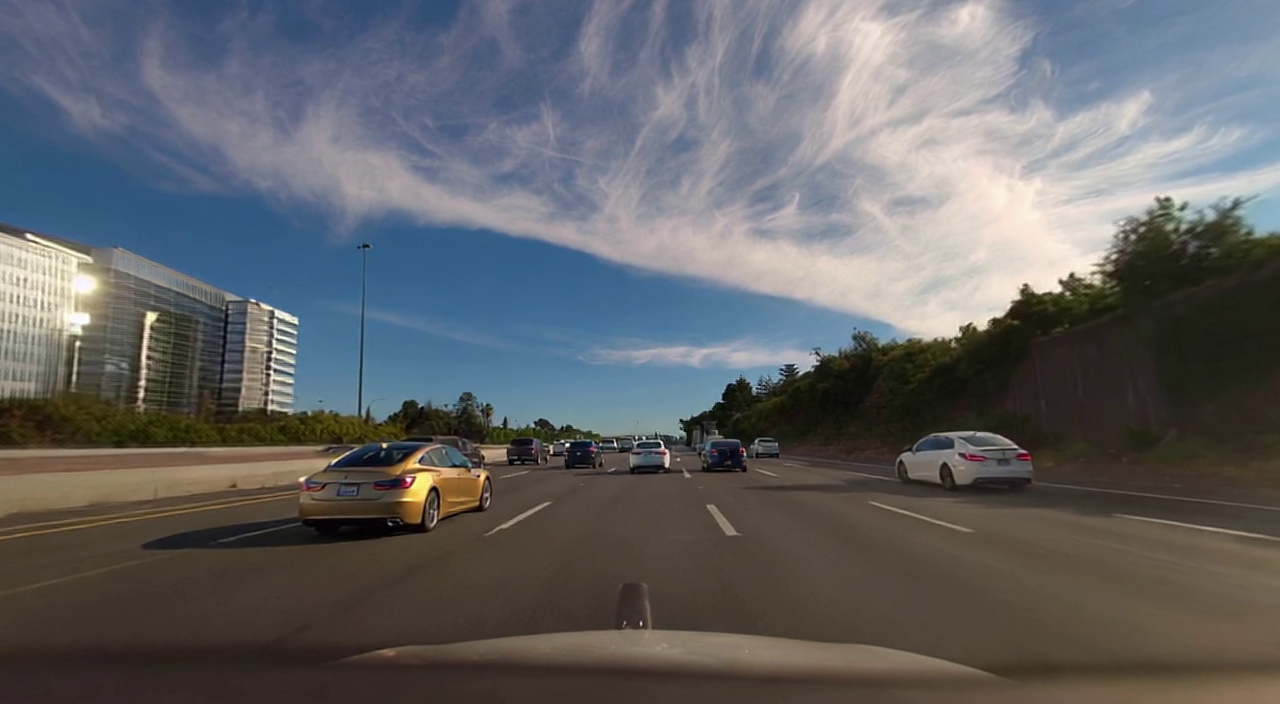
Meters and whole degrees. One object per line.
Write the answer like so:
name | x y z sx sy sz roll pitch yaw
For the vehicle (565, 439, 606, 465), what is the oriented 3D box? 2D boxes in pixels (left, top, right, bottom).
vehicle | -3.214 5.996 37.910 1.886 1.455 4.148 -1 -8 3

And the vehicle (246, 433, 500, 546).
vehicle | -4.088 2.173 10.767 2.116 1.473 4.644 -1 -8 3

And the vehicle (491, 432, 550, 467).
vehicle | -6.905 5.709 37.059 2.187 1.851 5.085 -1 -8 3

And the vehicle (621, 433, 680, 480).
vehicle | 0.433 4.028 24.511 2.102 1.624 4.257 -1 -8 2

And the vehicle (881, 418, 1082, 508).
vehicle | 7.625 2.527 14.845 1.960 1.726 5.016 -1 -8 1

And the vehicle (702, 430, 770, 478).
vehicle | 3.738 4.064 25.337 2.114 1.715 4.136 -1 -8 1
